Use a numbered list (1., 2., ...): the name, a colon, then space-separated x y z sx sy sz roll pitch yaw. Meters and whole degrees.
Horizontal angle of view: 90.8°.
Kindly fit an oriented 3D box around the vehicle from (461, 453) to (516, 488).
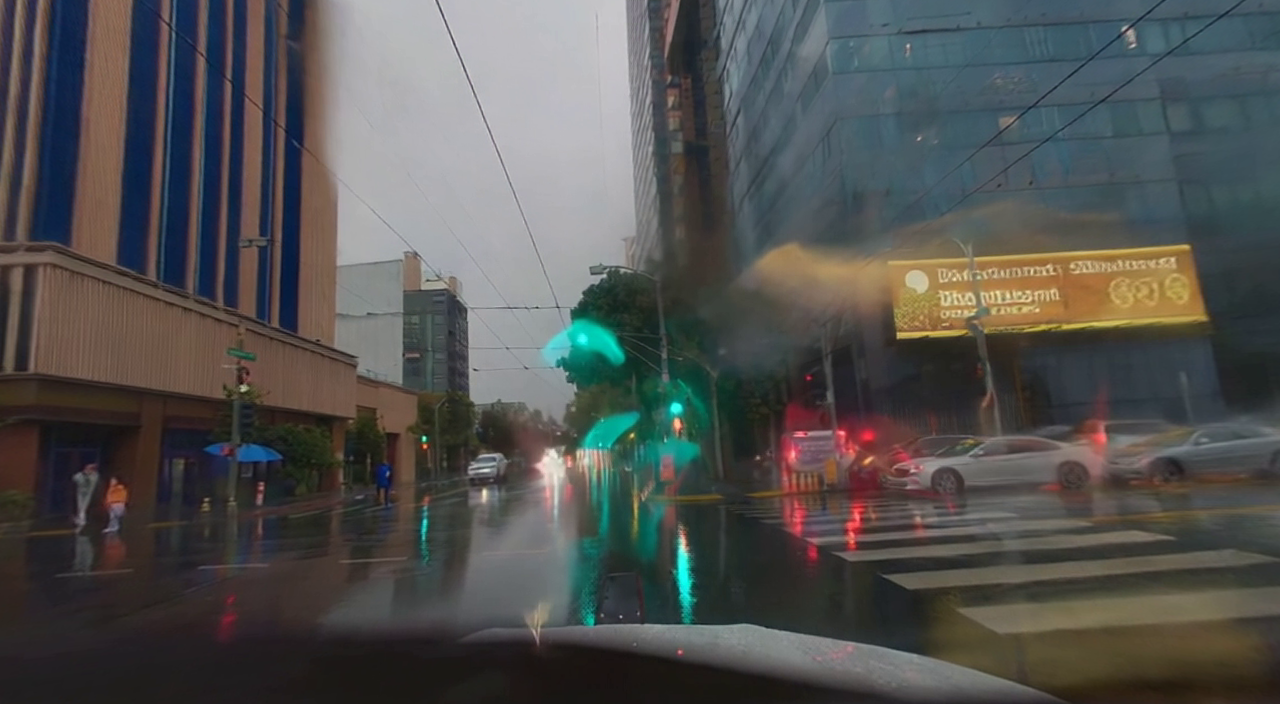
1. vehicle: -8.552 6.691 36.015 2.121 1.792 4.510 0 -9 -2

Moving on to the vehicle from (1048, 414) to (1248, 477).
1. vehicle: 16.681 3.103 20.915 4.944 1.946 1.952 1 -9 -3

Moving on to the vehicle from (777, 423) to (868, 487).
1. vehicle: 7.477 4.208 26.436 2.316 2.425 4.466 1 -7 -2

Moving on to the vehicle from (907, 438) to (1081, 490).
1. vehicle: 11.318 3.587 20.365 4.697 1.510 1.596 0 -9 -5

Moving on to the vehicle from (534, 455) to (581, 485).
1. vehicle: -4.574 6.577 35.523 1.797 1.490 4.549 0 -9 3
